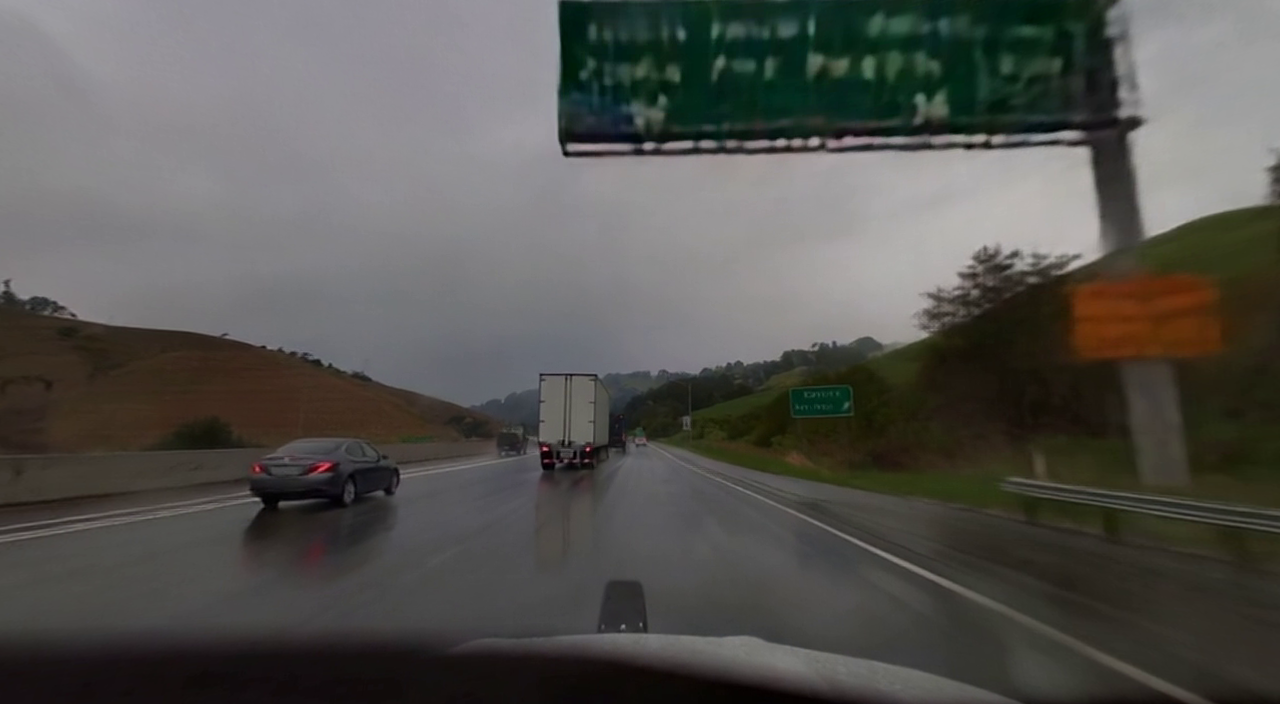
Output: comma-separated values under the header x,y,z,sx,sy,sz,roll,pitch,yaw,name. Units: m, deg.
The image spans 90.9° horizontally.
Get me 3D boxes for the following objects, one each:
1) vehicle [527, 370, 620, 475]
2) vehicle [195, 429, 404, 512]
x,y,z,sx,sy,sz,roll,pitch,yaw,name
-2.995,4.068,34.327,3.202,4.352,16.251,0,-8,0,vehicle
-7.023,2.468,13.712,1.911,1.494,4.555,0,-8,1,vehicle
